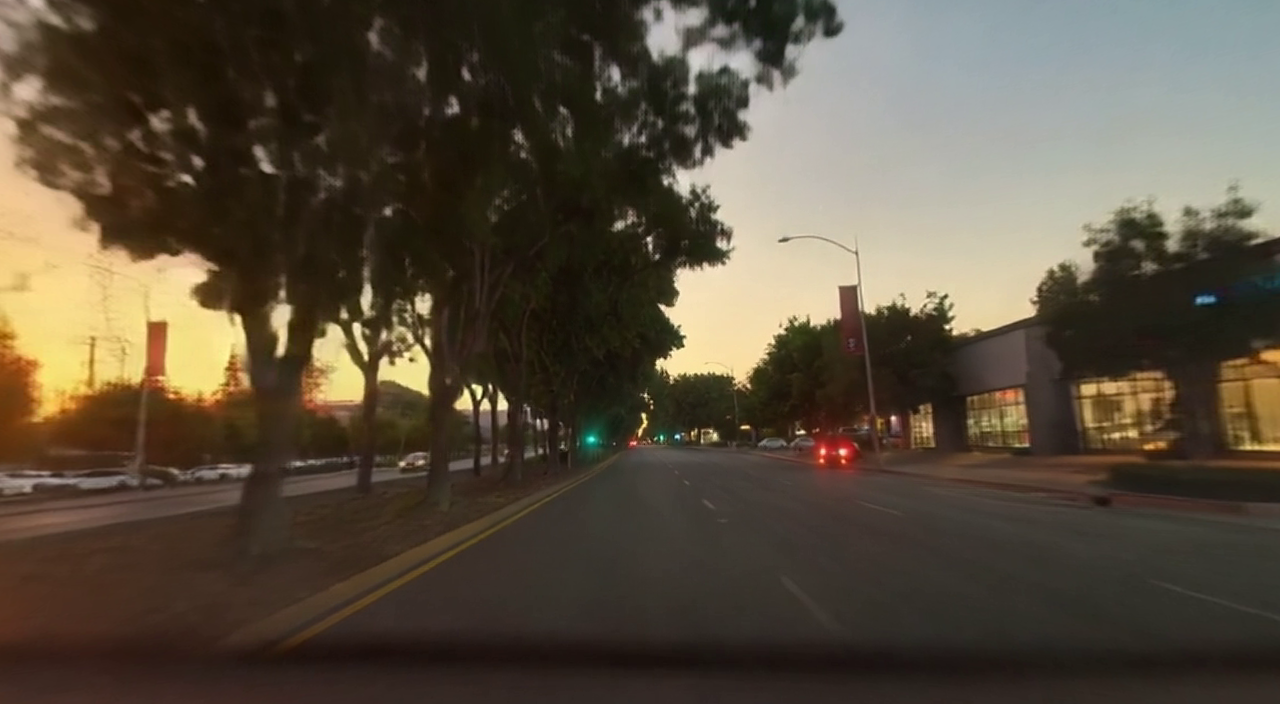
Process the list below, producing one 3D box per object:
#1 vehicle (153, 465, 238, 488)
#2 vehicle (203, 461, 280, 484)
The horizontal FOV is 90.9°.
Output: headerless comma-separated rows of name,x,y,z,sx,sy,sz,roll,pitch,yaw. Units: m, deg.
vehicle,-31.990,8.938,45.524,4.540,1.469,1.933,3,-9,-19
vehicle,-30.774,9.321,48.898,4.735,1.468,2.047,3,-9,-24
